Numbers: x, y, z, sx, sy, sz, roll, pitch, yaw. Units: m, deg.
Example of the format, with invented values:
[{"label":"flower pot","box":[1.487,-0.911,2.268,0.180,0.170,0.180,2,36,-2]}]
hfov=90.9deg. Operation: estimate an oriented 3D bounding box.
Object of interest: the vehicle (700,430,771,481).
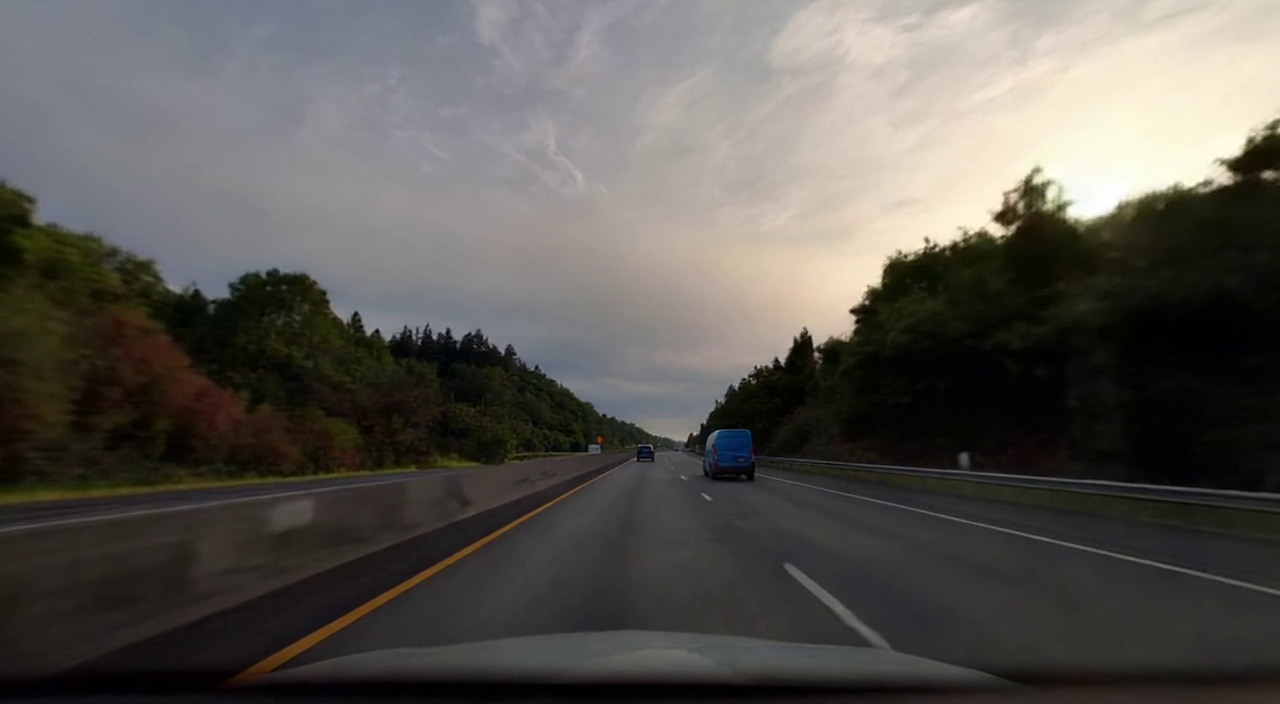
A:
[{"label":"vehicle","box":[4.194,4.647,28.446,2.371,2.045,4.768,0,-9,-1]}]
